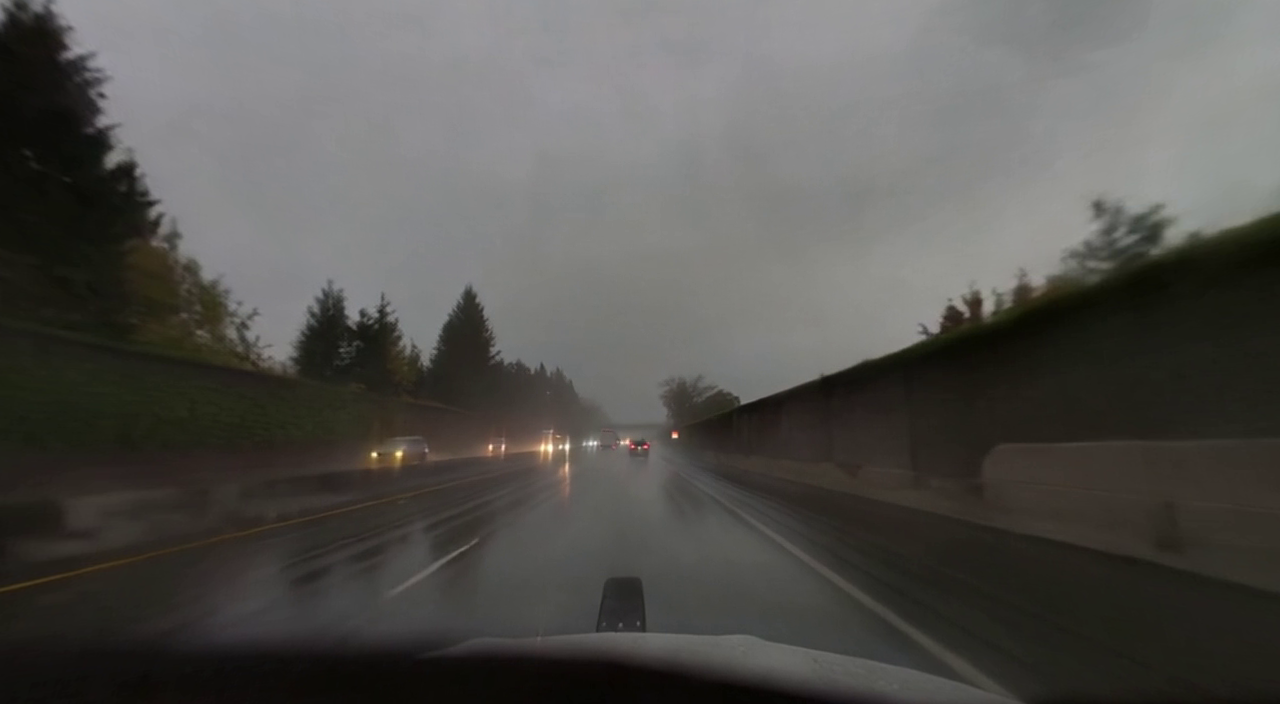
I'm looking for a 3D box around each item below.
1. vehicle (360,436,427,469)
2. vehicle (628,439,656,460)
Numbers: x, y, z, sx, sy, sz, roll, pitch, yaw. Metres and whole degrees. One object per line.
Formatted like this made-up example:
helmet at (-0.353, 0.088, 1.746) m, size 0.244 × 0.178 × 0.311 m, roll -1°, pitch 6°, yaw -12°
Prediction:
vehicle at (-14.994, 6.159, 38.652) m, size 2.040 × 1.854 × 4.987 m, roll 0°, pitch -8°, yaw 0°
vehicle at (0.127, 7.381, 47.710) m, size 2.030 × 1.523 × 4.114 m, roll 0°, pitch -8°, yaw 0°
